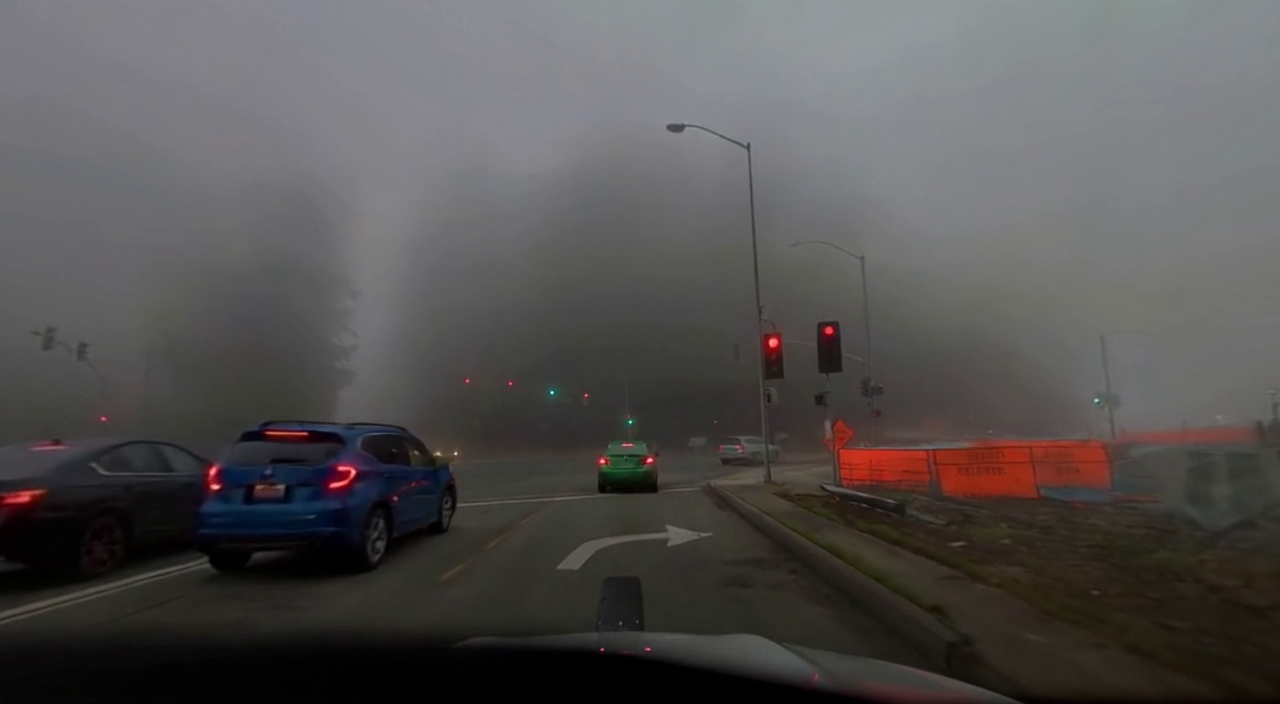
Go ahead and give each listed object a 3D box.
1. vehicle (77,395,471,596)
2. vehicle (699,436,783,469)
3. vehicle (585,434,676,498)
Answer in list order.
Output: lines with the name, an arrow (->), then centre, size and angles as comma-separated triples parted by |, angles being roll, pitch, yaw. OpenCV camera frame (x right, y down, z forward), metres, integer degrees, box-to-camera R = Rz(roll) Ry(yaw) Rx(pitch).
vehicle -> -4.059, 1.702, 8.429 | 2.240, 1.844, 5.043 | 0, -9, 0
vehicle -> 5.020, 4.902, 30.983 | 1.873, 1.477, 4.467 | -8, -12, 43
vehicle -> -0.140, 3.071, 17.386 | 2.183, 1.506, 4.286 | -1, -9, 2
